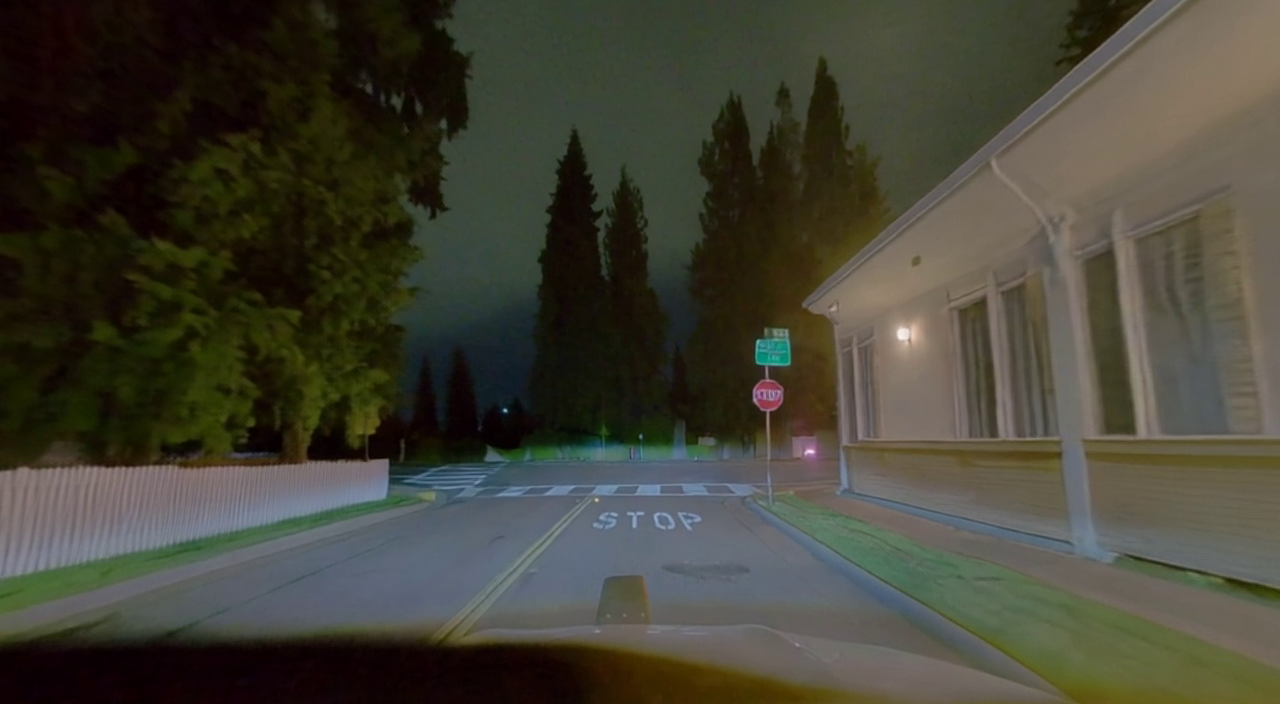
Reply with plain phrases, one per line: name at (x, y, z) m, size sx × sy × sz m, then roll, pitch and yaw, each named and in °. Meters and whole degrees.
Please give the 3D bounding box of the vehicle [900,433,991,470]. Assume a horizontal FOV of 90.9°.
vehicle at (18.973, 6.203, 39.381) m, size 2.395 × 2.164 × 4.475 m, roll 5°, pitch -10°, yaw -26°
